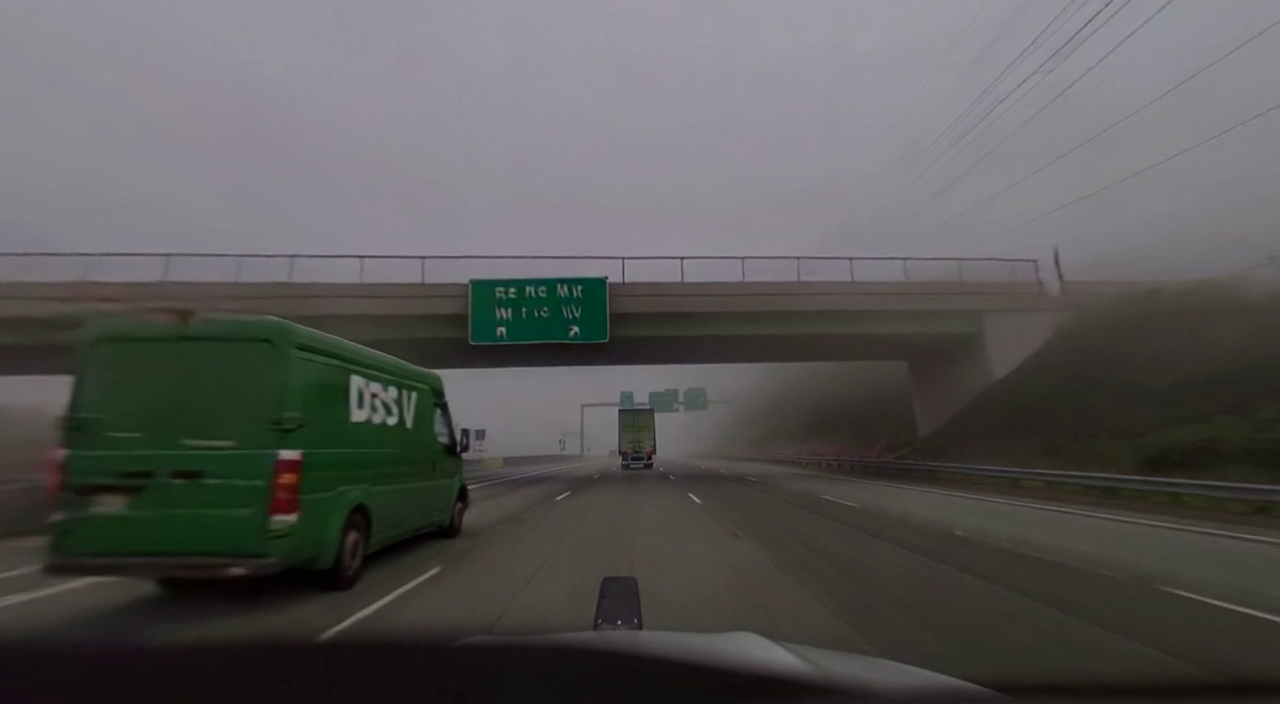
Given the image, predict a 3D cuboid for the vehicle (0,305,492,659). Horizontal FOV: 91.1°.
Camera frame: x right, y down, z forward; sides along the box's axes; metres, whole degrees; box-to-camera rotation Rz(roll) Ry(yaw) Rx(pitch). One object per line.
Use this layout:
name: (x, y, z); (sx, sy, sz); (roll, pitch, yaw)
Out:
vehicle: (-3.483, 1.251, 6.930); (2.404, 2.371, 5.310); (0, -9, 0)

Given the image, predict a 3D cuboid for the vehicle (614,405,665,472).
vehicle: (-0.127, 6.138, 43.897); (3.025, 4.002, 12.709); (0, -9, -1)
